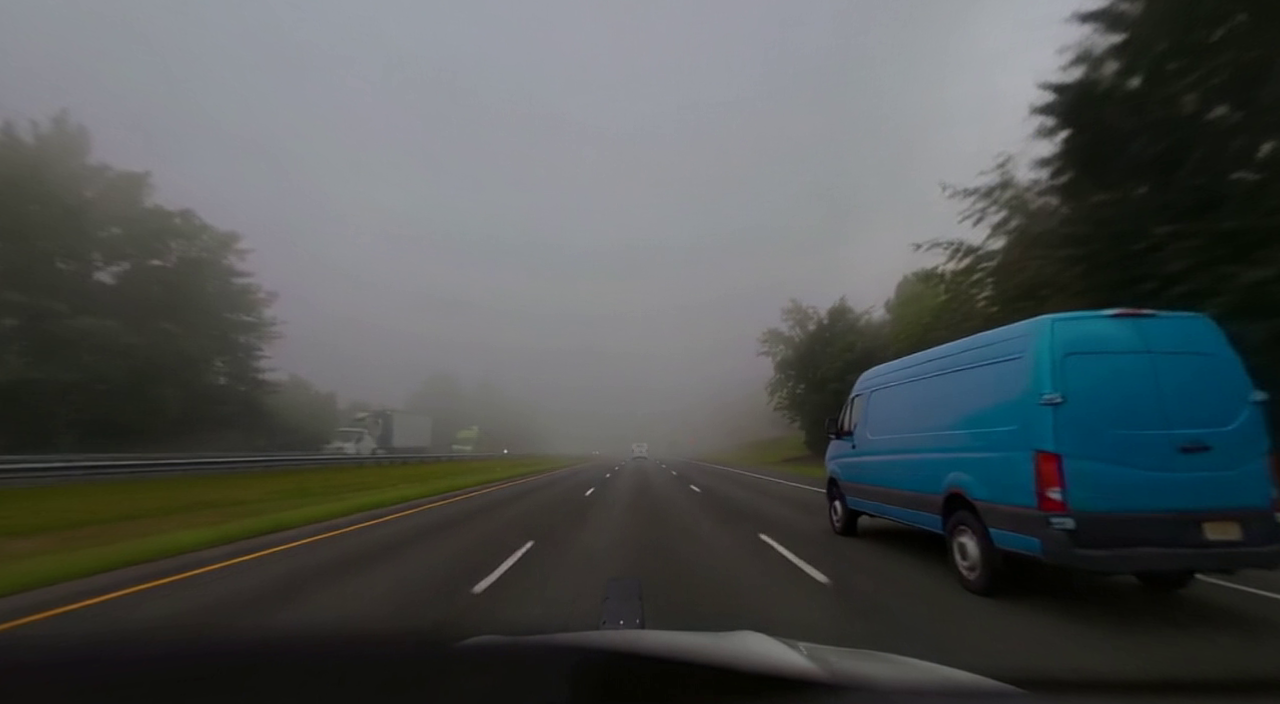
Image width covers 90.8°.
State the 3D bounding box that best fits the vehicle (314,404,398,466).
[{"bbox_3d":[-19.592,5.866,43.976,2.946,3.975,6.121,0,-9,0],"label":"vehicle"}]

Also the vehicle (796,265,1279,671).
[{"bbox_3d":[3.964,1.172,7.271,2.552,2.524,6.630,0,-9,-1],"label":"vehicle"}]
